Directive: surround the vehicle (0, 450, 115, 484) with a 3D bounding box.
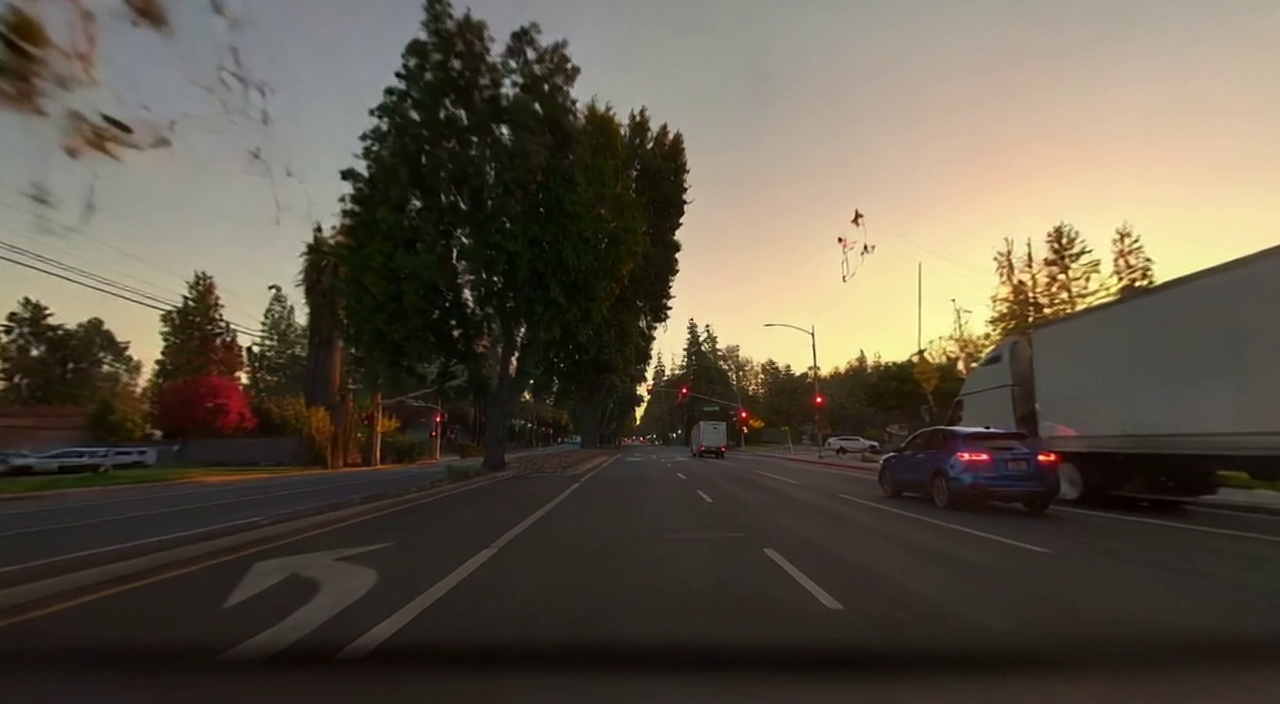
[{"bbox_3d":[-27.715,5.326,29.475,4.505,1.457,2.003,3,-9,-25],"label":"vehicle"}]

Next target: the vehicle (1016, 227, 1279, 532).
[{"bbox_3d":[10.376,0.033,6.261,2.975,4.201,17.050,0,-8,0],"label":"vehicle"}]

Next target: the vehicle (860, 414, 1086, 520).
[{"bbox_3d":[6.385,2.266,12.930,2.012,1.754,4.635,0,-8,-1],"label":"vehicle"}]
